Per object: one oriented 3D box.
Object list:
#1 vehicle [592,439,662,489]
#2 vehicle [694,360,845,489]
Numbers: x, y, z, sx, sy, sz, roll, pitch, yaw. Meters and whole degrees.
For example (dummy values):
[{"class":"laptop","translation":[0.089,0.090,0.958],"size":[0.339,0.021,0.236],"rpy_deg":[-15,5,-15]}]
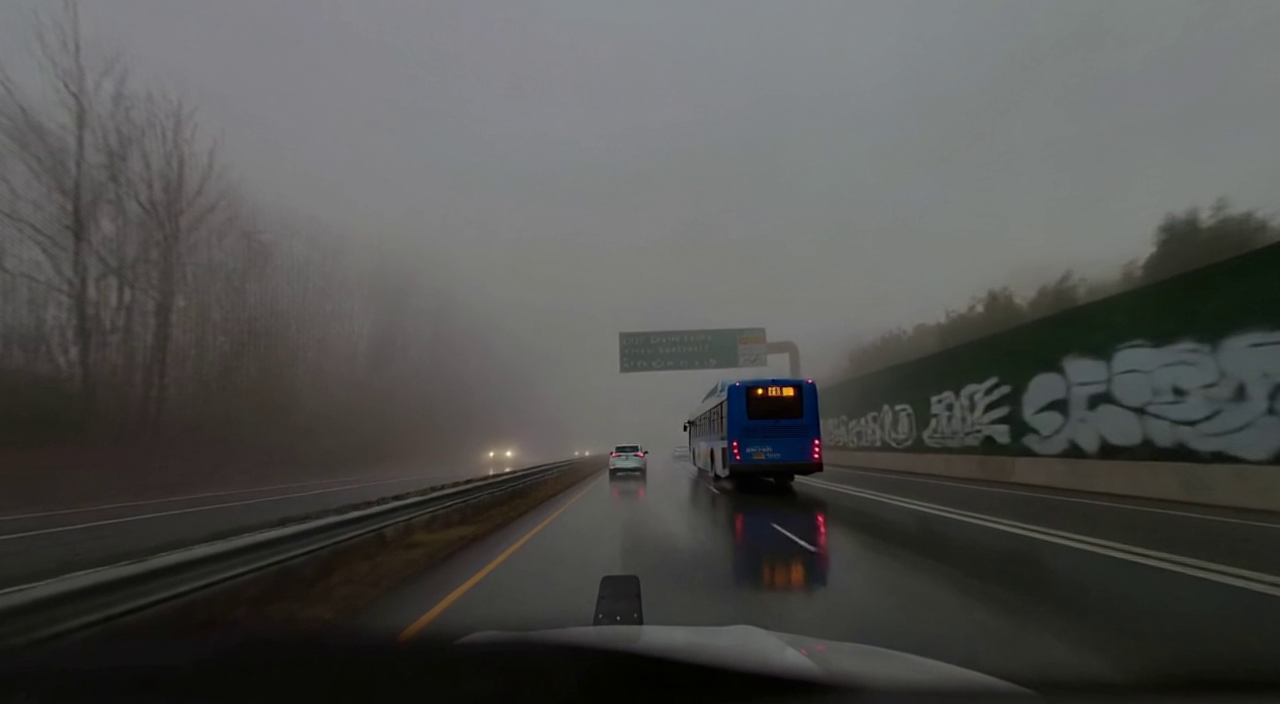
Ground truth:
[{"class":"vehicle","translation":[-0.367,3.803,21.553],"size":[2.160,1.532,4.073],"rpy_deg":[-1,-9,1]},{"class":"vehicle","translation":[4.030,2.912,23.279],"size":[3.055,3.479,12.521],"rpy_deg":[-1,-9,1]}]
